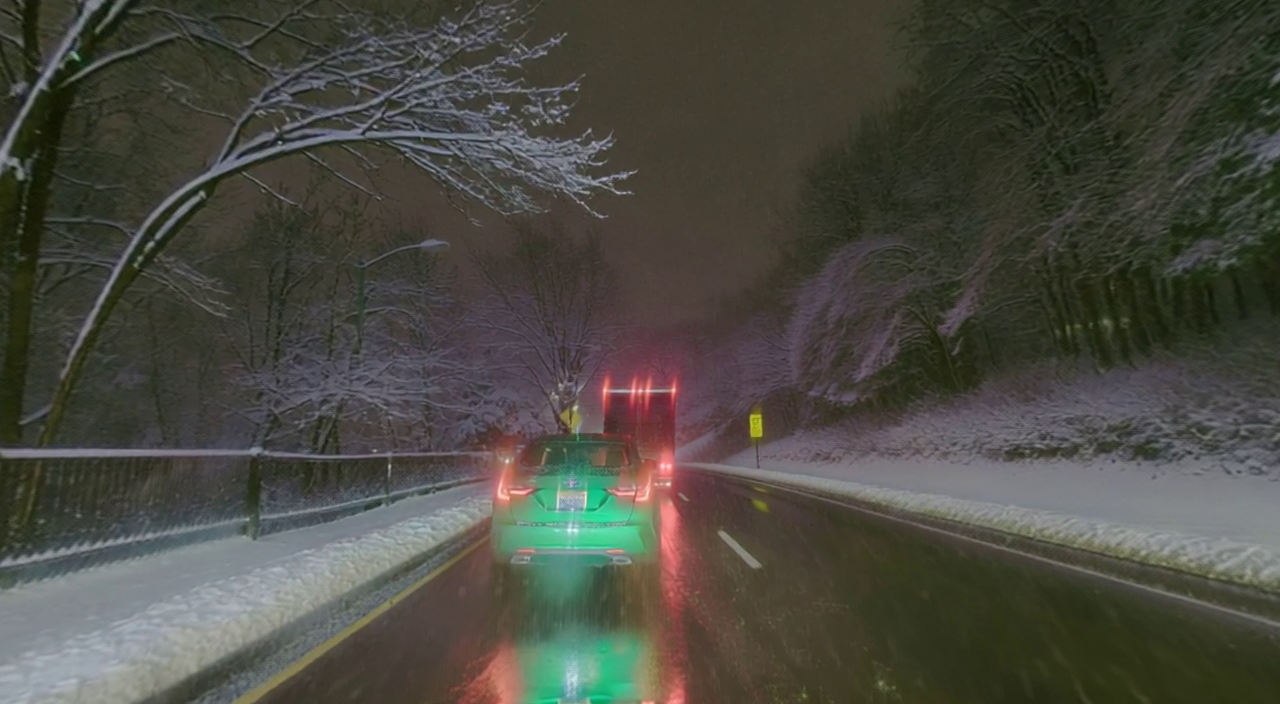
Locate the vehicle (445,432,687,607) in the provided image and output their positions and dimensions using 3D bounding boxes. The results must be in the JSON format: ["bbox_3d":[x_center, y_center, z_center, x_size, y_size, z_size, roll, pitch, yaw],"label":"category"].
[{"bbox_3d":[-0.629,1.752,7.523,2.076,1.490,4.078,0,-9,0],"label":"vehicle"}]
